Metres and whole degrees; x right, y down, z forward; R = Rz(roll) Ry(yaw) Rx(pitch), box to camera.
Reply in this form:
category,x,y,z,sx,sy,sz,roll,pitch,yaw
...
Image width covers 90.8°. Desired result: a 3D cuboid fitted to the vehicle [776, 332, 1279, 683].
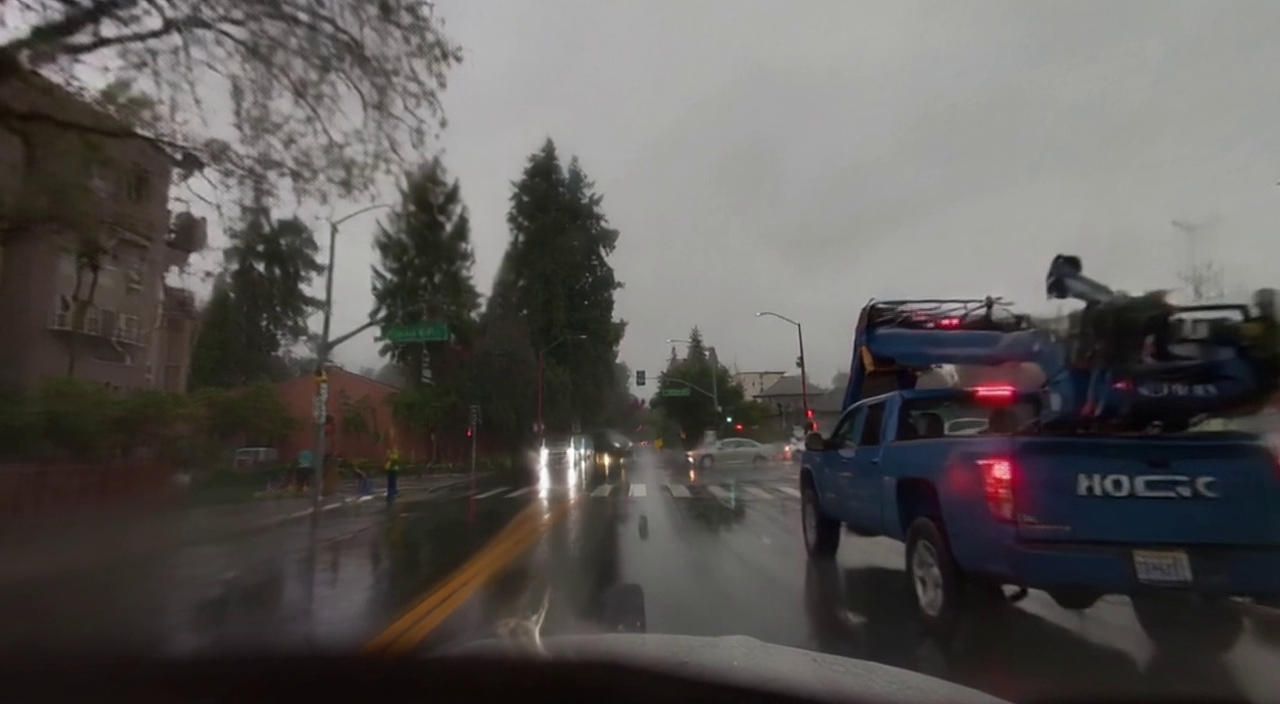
category,x,y,z,sx,sy,sz,roll,pitch,yaw
vehicle,3.100,1.278,6.436,2.177,2.015,5.463,0,-8,0

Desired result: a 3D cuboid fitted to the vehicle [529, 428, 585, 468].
category,x,y,z,sx,sy,sz,roll,pitch,yaw
vehicle,-5.721,6.789,44.764,2.896,2.560,7.322,0,-8,0

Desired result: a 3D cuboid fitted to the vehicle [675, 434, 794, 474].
category,x,y,z,sx,sy,sz,roll,pitch,yaw
vehicle,4.056,4.442,27.717,4.771,1.630,1.979,1,-9,-5
